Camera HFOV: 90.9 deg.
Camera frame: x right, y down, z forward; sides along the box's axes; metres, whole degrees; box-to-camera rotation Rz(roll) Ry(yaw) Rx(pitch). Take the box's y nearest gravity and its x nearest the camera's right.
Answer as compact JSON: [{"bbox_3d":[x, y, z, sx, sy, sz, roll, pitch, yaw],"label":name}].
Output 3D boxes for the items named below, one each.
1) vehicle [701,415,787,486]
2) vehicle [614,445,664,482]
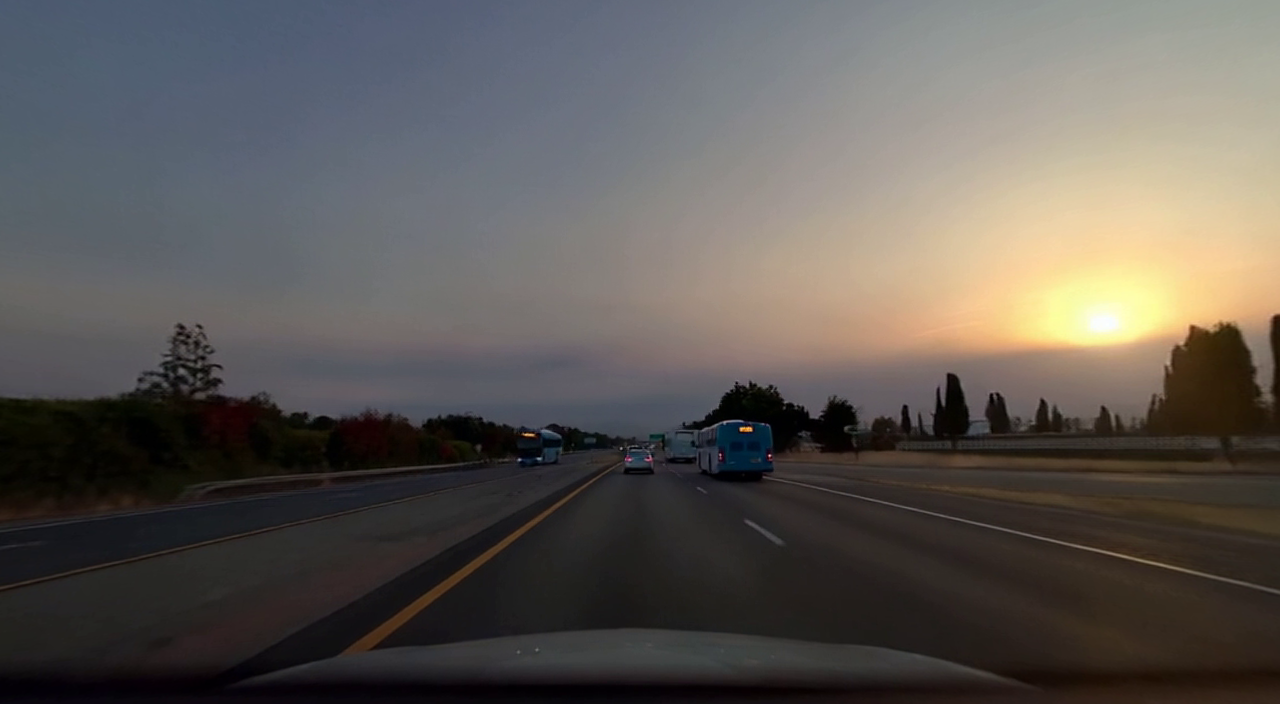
[{"bbox_3d":[4.065,4.038,25.943,2.440,2.555,5.957,0,-9,-1],"label":"vehicle"},{"bbox_3d":[-0.085,4.773,27.177,2.004,1.449,3.817,0,-9,-1],"label":"vehicle"}]
